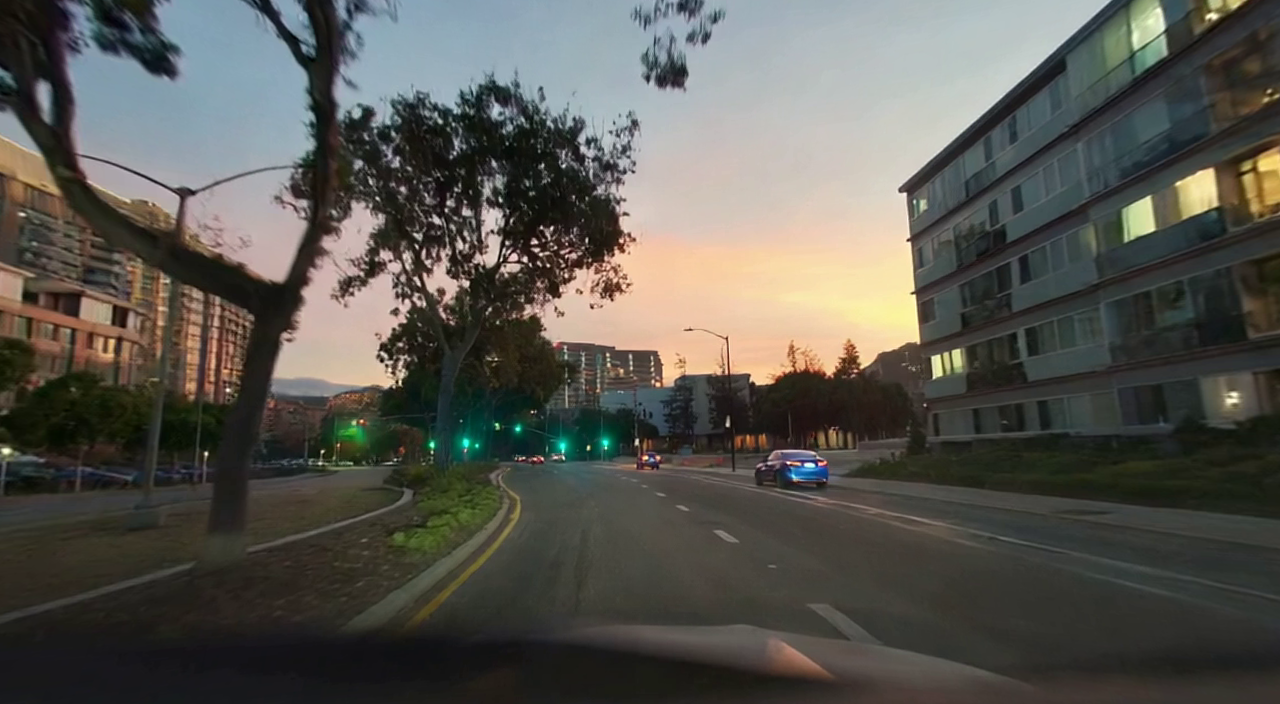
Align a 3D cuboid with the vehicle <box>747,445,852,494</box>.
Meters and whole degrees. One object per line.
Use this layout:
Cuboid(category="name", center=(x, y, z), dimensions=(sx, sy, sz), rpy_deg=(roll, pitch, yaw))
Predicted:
Cuboid(category="vehicle", center=(5.392, 4.021, 22.200), dimensions=(1.984, 1.479, 5.102), rpy_deg=(1, -8, -5))
